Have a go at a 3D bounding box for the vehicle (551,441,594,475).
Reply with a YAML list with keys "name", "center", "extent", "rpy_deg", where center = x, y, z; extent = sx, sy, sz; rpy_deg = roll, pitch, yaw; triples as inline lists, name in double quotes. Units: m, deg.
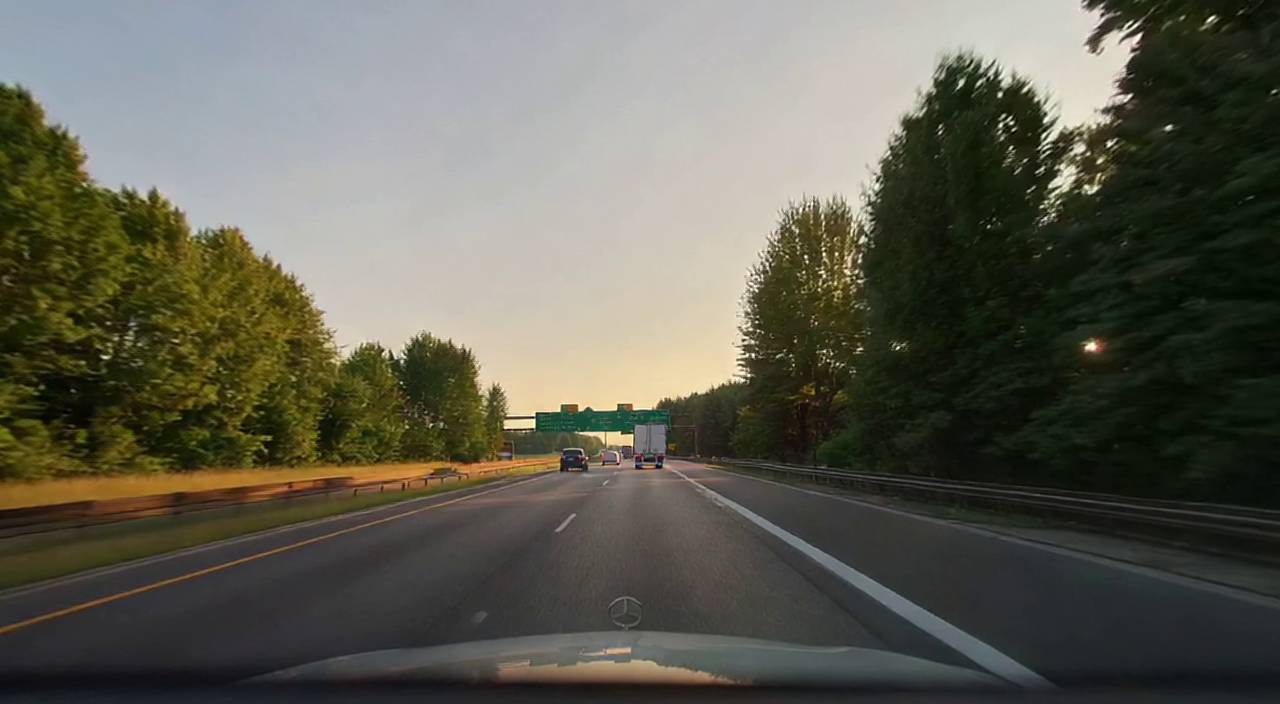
- name: "vehicle"
  center: [-4.158, 6.631, 39.699]
  extent: [2.168, 1.980, 4.622]
  rpy_deg: [0, -9, 0]
